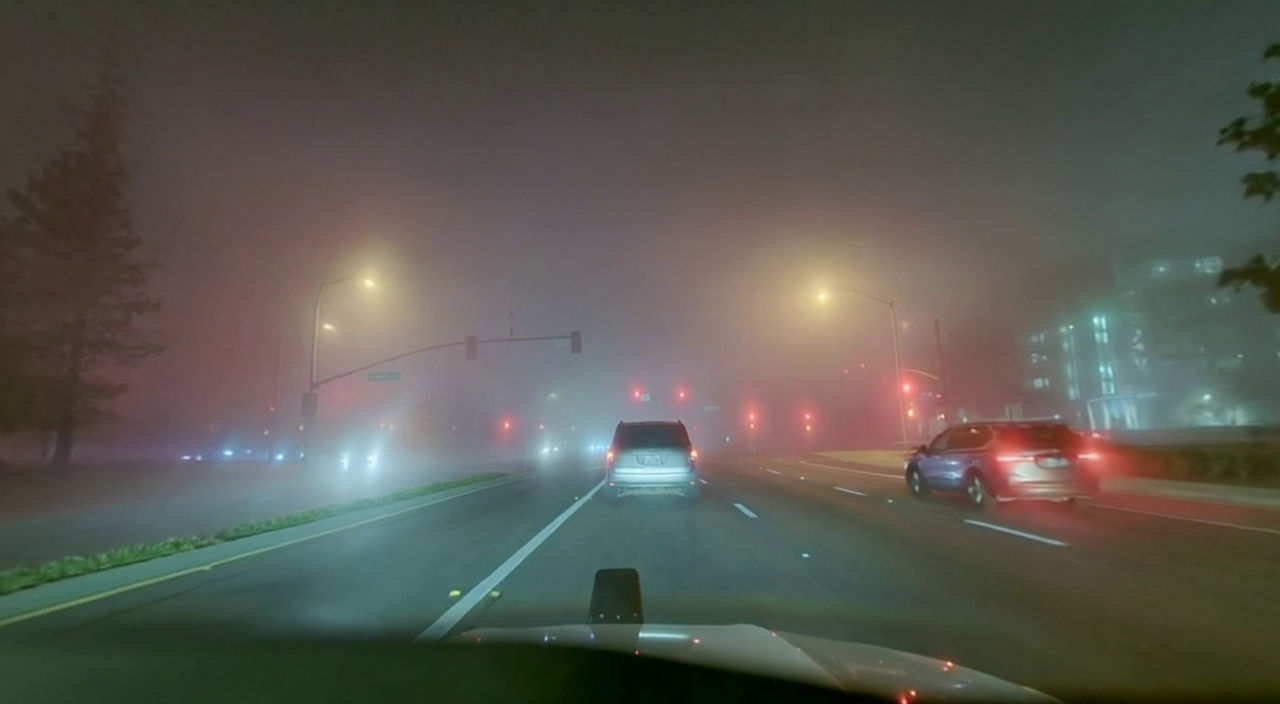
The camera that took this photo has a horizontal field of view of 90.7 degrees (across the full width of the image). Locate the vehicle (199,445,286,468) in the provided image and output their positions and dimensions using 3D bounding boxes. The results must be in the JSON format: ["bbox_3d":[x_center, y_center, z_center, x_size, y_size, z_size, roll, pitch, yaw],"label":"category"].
[{"bbox_3d":[-29.993,7.891,47.831,5.244,1.715,1.950,0,-9,1],"label":"vehicle"}]

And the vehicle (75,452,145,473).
[{"bbox_3d":[-39.859,8.306,47.638,3.386,1.456,2.024,0,-9,0],"label":"vehicle"}]

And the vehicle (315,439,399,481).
[{"bbox_3d":[-12.209,4.664,27.659,2.209,1.627,4.582,1,-9,-10],"label":"vehicle"}]

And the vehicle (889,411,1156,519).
[{"bbox_3d":[7.026,2.147,12.411,2.447,1.707,4.396,0,-9,0],"label":"vehicle"}]

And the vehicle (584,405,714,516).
[{"bbox_3d":[0.199,2.266,13.554,2.267,1.926,4.708,0,-9,1],"label":"vehicle"}]
